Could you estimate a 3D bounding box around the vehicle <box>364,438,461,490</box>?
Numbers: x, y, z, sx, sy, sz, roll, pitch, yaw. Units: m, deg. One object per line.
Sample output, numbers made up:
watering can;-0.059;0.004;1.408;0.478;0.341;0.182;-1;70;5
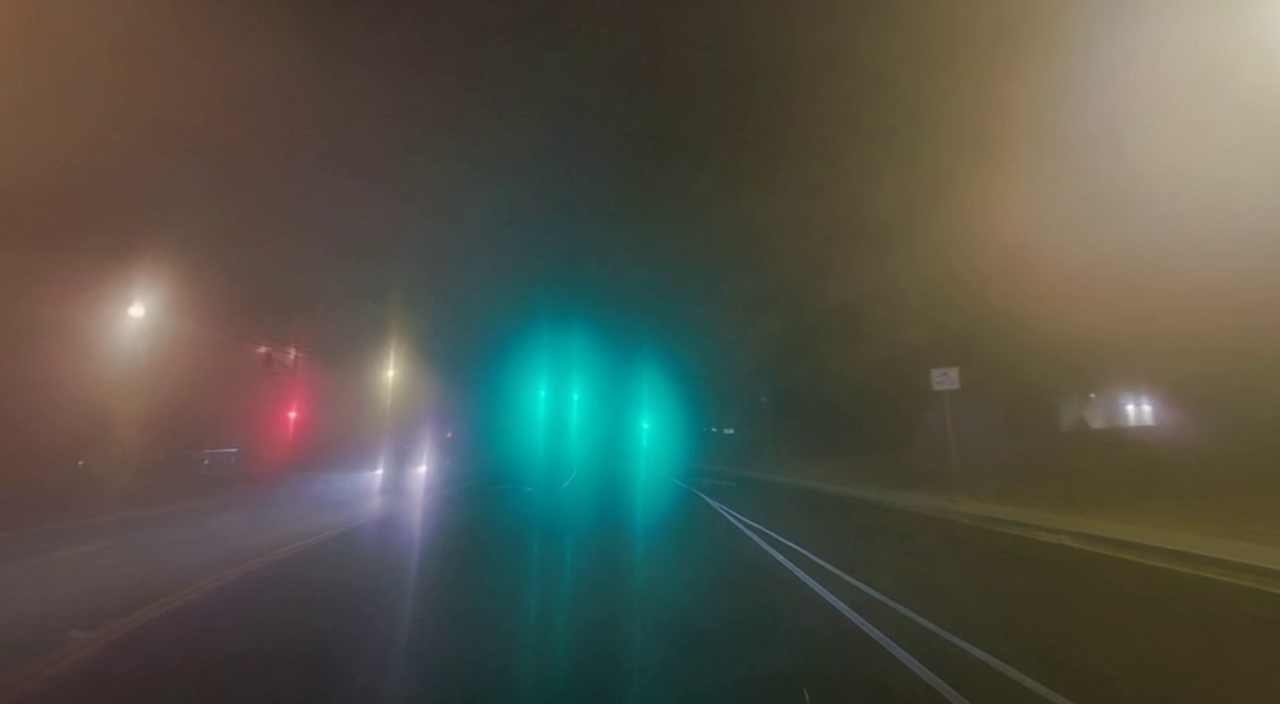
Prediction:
vehicle;-8.559;4.231;24.247;2.175;1.796;4.605;0;-9;-3
